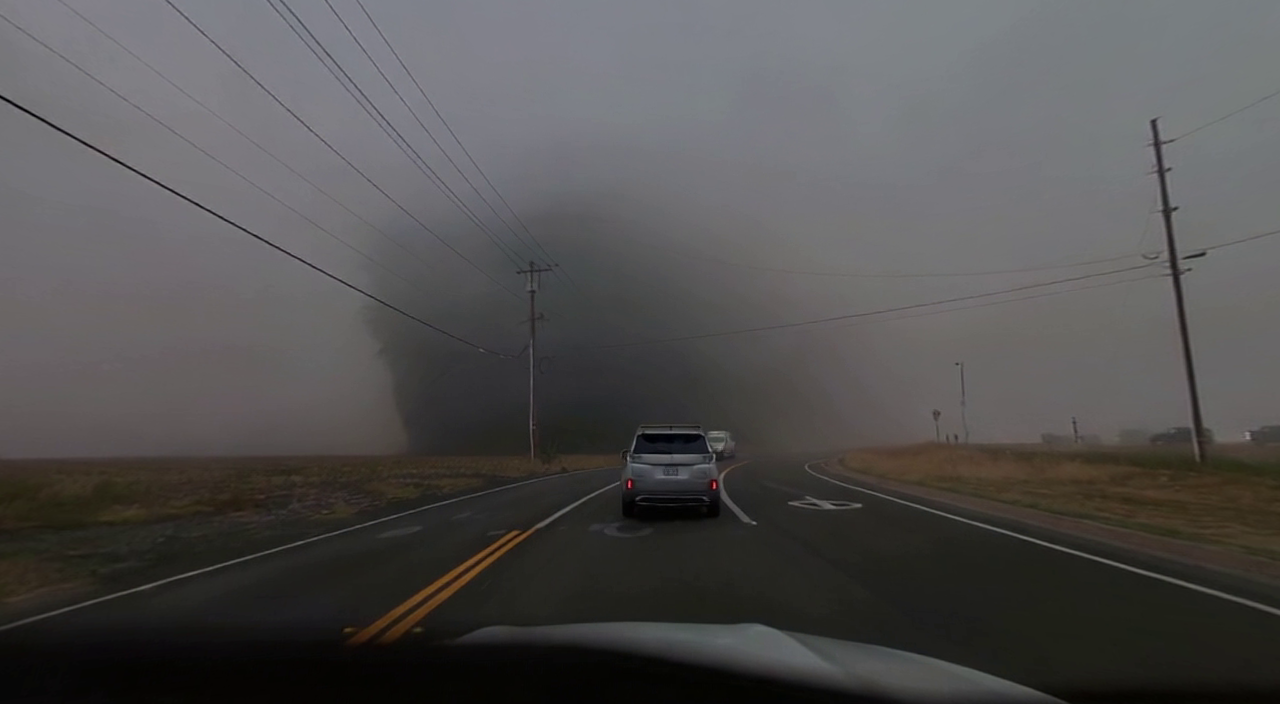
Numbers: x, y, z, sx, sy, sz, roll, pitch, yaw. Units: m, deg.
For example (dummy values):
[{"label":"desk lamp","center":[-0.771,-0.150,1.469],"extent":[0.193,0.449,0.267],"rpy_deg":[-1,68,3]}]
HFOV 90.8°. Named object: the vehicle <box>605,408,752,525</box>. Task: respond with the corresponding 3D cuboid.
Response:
[{"label":"vehicle","center":[0.678,2.192,12.539],"extent":[2.364,1.859,4.538],"rpy_deg":[0,-9,2]}]
